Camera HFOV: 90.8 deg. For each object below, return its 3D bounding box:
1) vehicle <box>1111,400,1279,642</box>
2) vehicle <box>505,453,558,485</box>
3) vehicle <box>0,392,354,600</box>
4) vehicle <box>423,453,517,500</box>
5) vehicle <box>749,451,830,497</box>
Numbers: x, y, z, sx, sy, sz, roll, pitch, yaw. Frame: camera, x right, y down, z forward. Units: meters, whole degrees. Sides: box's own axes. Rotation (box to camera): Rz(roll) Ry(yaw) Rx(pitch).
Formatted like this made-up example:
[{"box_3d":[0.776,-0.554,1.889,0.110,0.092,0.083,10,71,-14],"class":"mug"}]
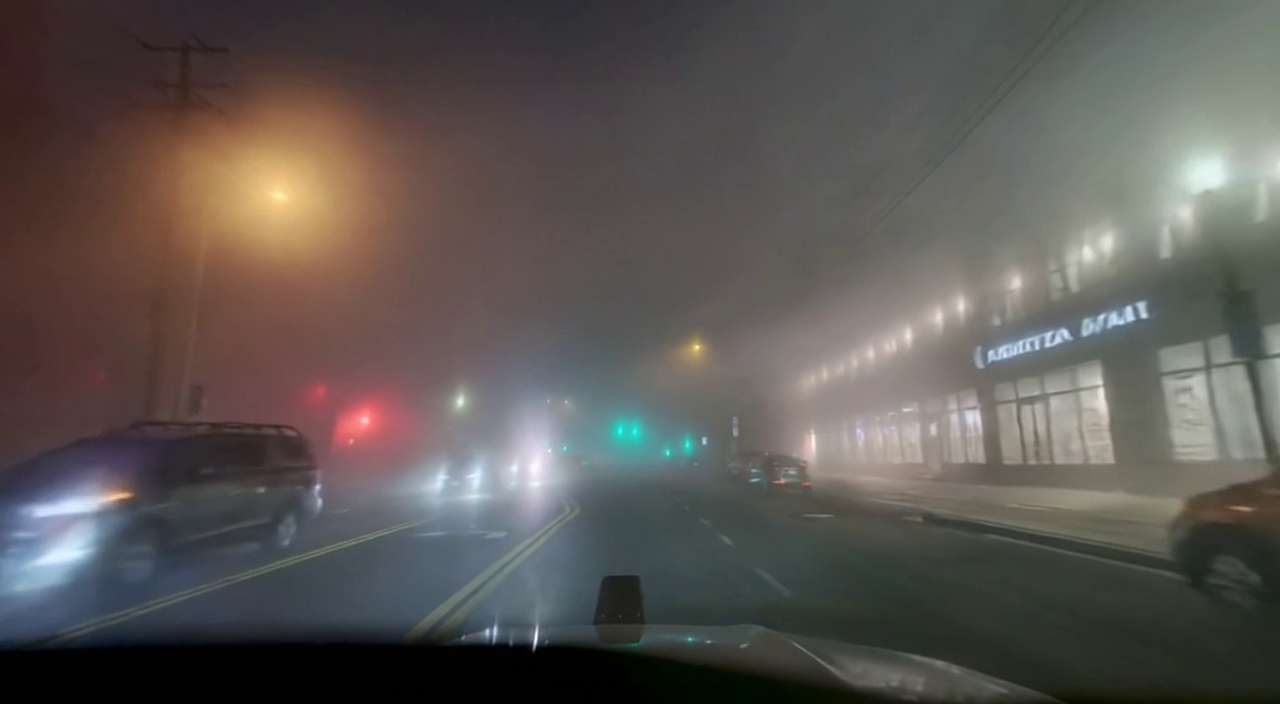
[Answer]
[{"box_3d":[5.844,1.124,3.798,2.059,1.804,5.182,0,-9,1],"class":"vehicle"},{"box_3d":[-5.571,6.054,32.978,1.949,1.533,3.864,0,-9,2],"class":"vehicle"},{"box_3d":[-5.816,1.706,8.326,1.937,1.944,4.640,0,-9,-1],"class":"vehicle"},{"box_3d":[-5.817,4.292,22.201,2.052,1.481,4.248,0,-9,1],"class":"vehicle"},{"box_3d":[5.583,4.590,24.226,1.957,1.572,4.418,0,-9,-1],"class":"vehicle"}]
